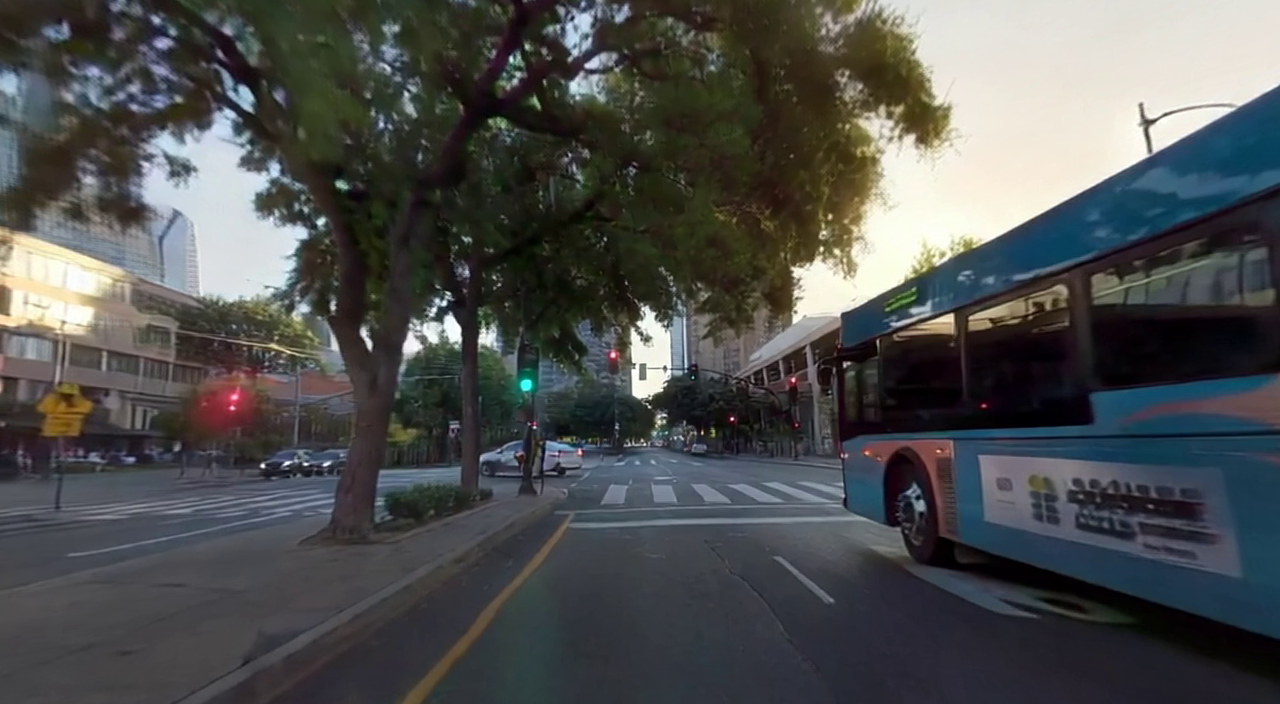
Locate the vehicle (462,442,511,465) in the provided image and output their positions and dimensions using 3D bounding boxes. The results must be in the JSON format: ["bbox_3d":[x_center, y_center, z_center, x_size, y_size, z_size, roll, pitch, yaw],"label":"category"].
[{"bbox_3d":[-10.795,7.090,44.291,2.036,1.467,3.979,5,-10,-33],"label":"vehicle"}]

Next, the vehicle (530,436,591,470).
[{"bbox_3d":[-4.088,5.067,31.870,2.123,1.544,4.158,3,-9,-20],"label":"vehicle"}]

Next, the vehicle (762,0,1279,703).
[{"bbox_3d":[3.218,-0.386,1.057,3.250,3.731,13.693,0,-8,0],"label":"vehicle"}]
